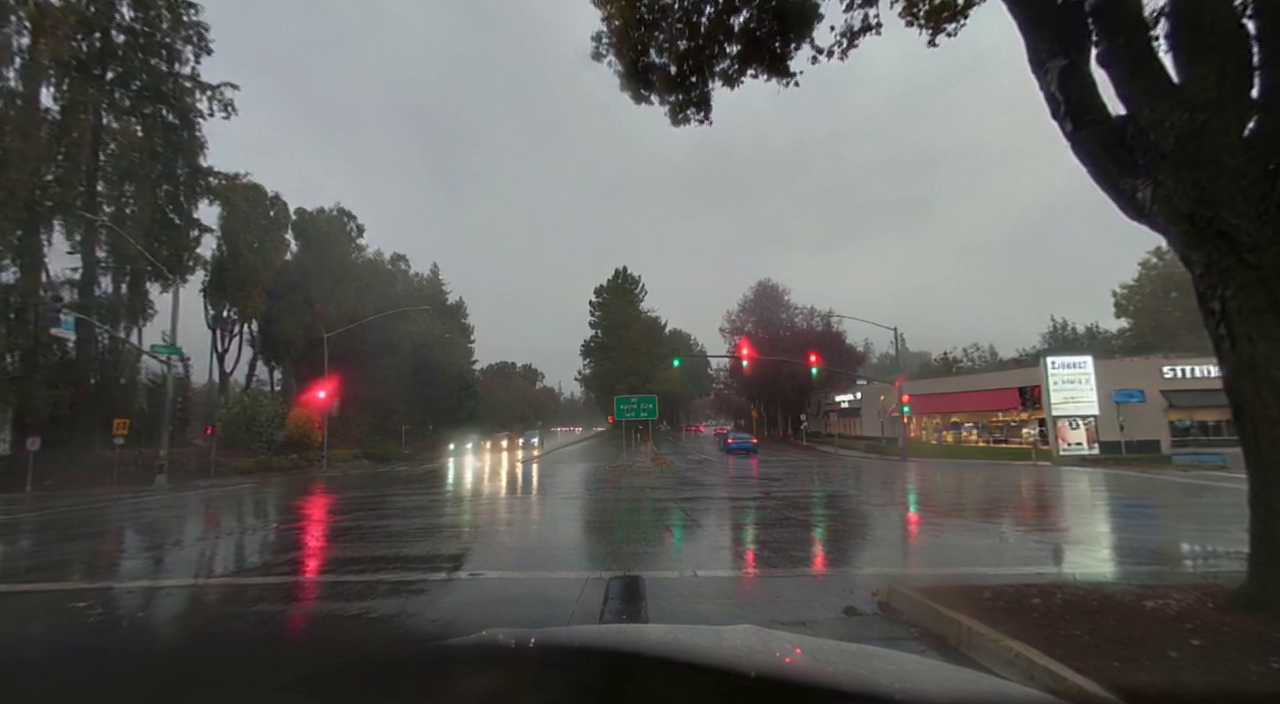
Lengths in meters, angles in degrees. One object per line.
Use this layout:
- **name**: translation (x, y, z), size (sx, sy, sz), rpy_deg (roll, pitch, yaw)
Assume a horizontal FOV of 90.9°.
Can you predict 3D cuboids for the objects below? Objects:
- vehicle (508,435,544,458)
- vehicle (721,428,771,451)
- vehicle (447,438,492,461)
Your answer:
- **vehicle**: translation (-8.056, 6.744, 44.929), size (1.920, 1.546, 4.086), rpy_deg (0, -9, -2)
- **vehicle**: translation (7.934, 6.680, 47.762), size (1.936, 1.664, 4.667), rpy_deg (2, -9, -14)
- **vehicle**: translation (-11.763, 6.785, 43.791), size (2.111, 1.499, 4.371), rpy_deg (0, -9, -3)
